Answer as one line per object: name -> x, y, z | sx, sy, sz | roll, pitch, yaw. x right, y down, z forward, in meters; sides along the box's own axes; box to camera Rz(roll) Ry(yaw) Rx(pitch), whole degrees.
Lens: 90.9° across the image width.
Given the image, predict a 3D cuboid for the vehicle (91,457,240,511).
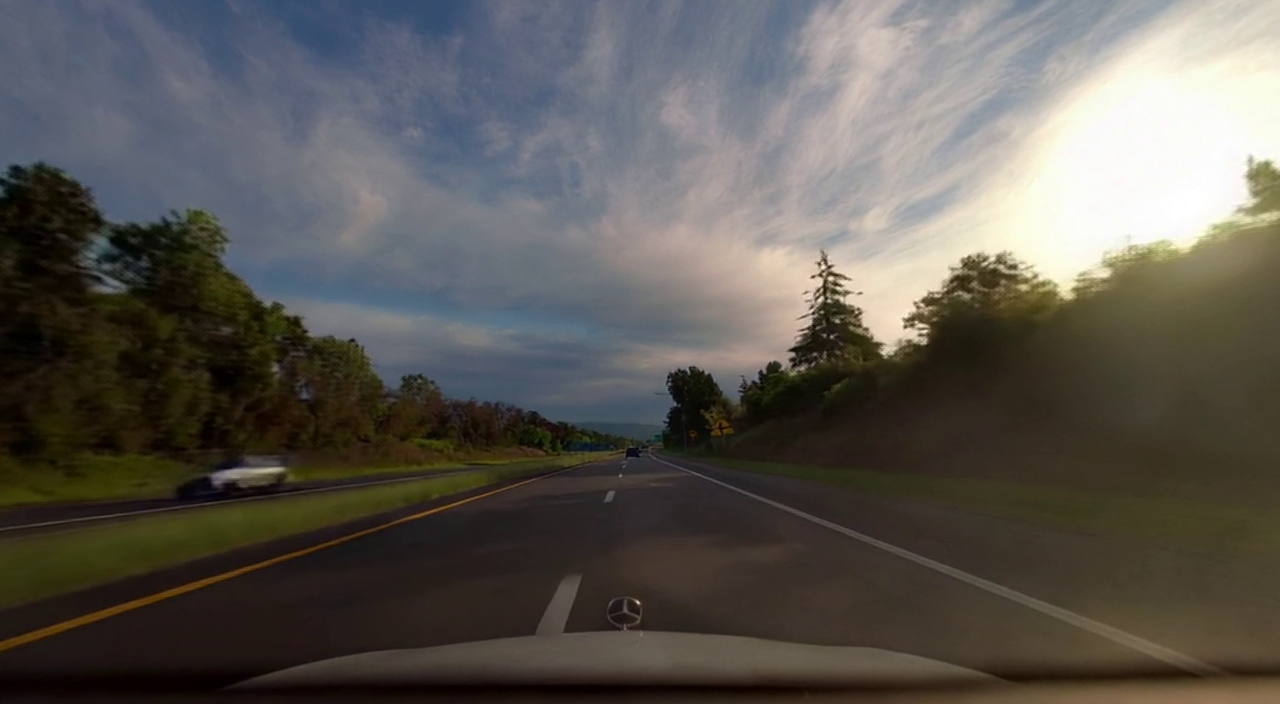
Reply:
vehicle -> -15.378, 4.243, 20.743 | 1.779, 1.537, 4.036 | 0, -9, -1
